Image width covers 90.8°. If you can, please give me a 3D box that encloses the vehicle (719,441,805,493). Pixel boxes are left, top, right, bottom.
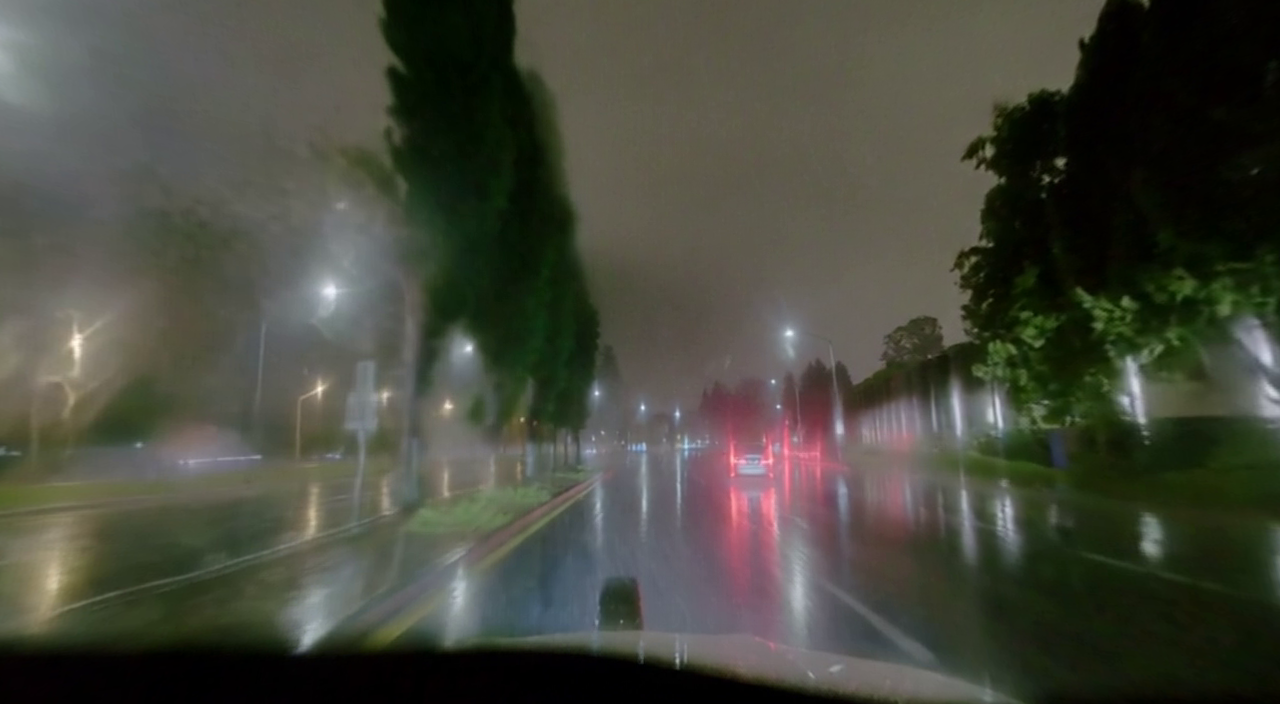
[{"bbox_3d":[3.846,3.700,20.690,1.928,1.481,4.453,0,-9,0],"label":"vehicle"}]
